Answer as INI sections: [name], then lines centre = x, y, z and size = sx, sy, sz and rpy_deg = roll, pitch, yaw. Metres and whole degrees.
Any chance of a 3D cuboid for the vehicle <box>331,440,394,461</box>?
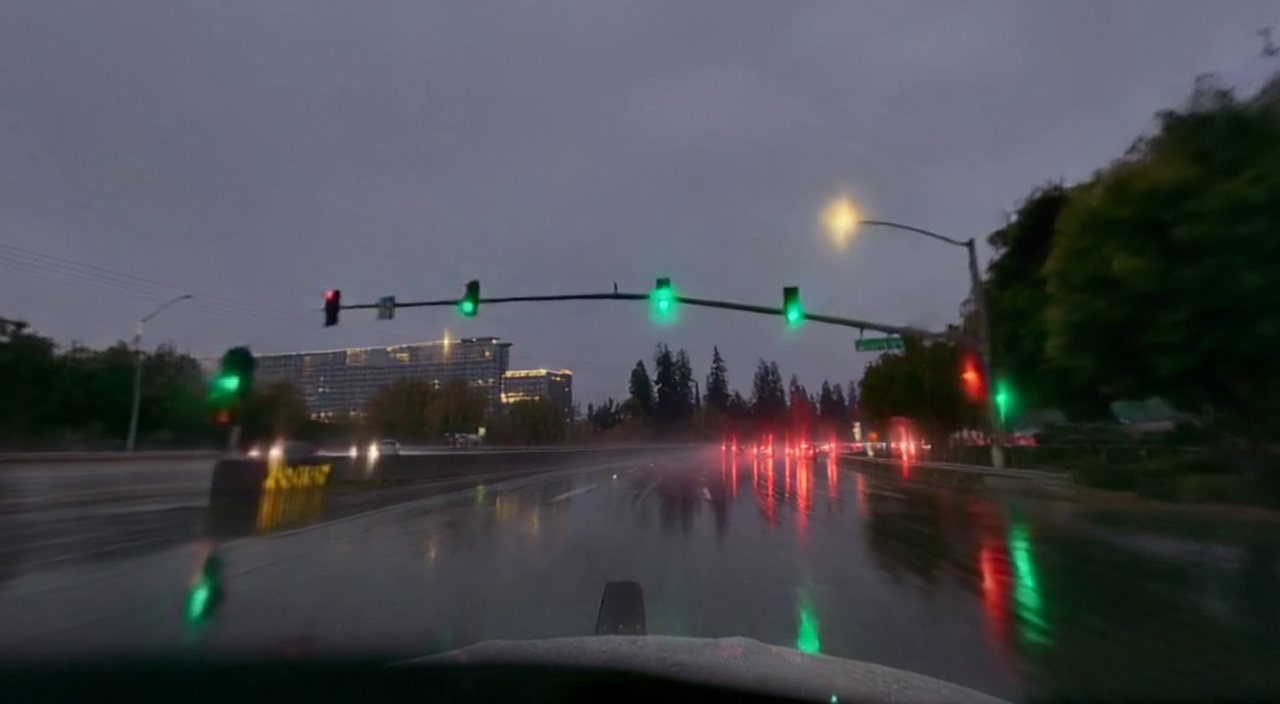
[vehicle]
centre = -20.484, 7.278, 46.841
size = 1.871, 1.474, 4.554
rpy_deg = -2, -9, 13
